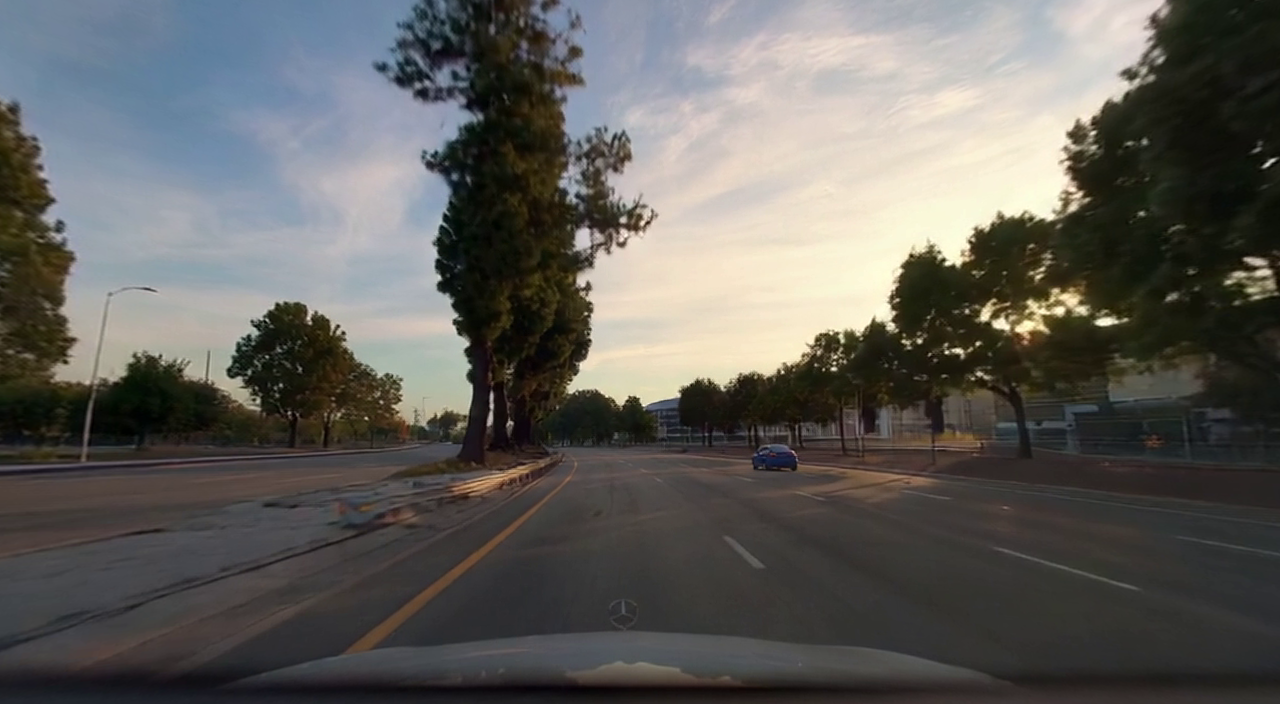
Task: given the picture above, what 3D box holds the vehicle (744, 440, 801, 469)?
[{"bbox_3d":[7.390,5.759,35.550,1.908,1.483,4.474,1,-8,-5],"label":"vehicle"}]
